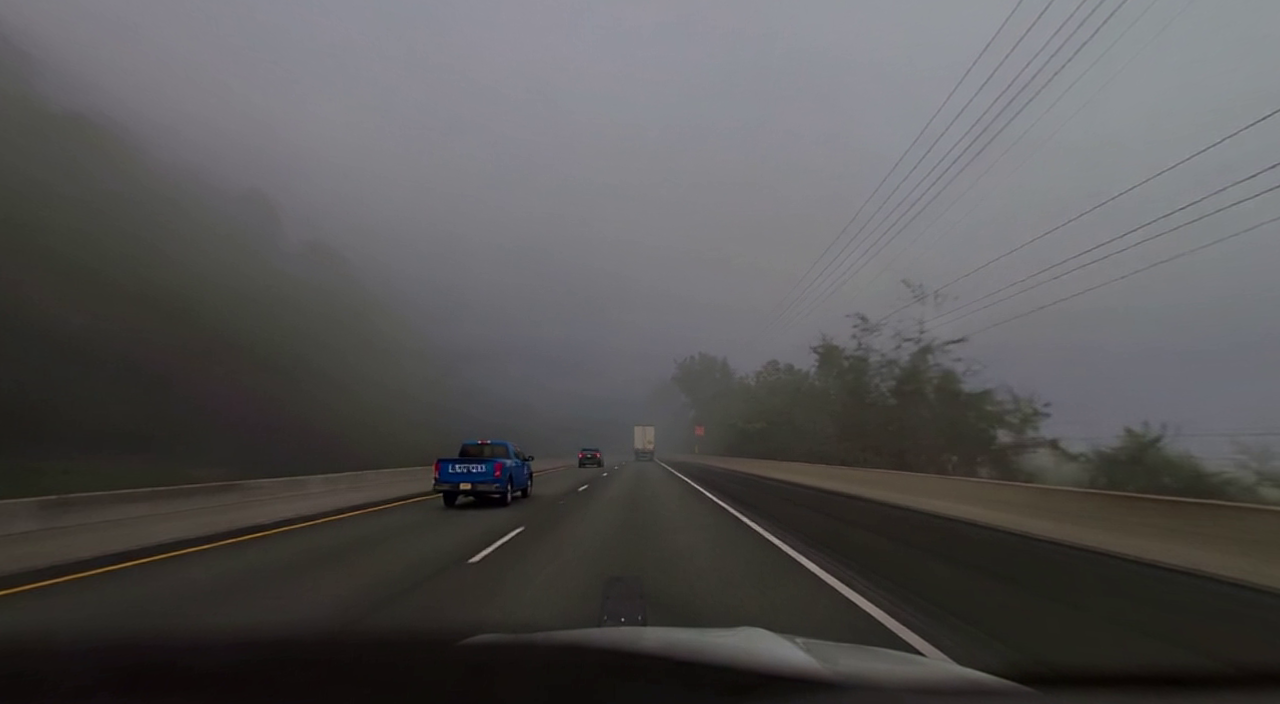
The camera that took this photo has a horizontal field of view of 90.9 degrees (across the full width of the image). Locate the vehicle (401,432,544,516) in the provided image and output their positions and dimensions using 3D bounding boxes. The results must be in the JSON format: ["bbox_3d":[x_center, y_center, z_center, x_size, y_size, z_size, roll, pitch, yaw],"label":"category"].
[{"bbox_3d":[-3.830,2.879,15.484,2.049,1.697,4.998,0,-9,1],"label":"vehicle"}]

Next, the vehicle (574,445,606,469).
[{"bbox_3d":[-3.842,8.182,49.246,2.111,1.735,4.066,0,-9,1],"label":"vehicle"}]
